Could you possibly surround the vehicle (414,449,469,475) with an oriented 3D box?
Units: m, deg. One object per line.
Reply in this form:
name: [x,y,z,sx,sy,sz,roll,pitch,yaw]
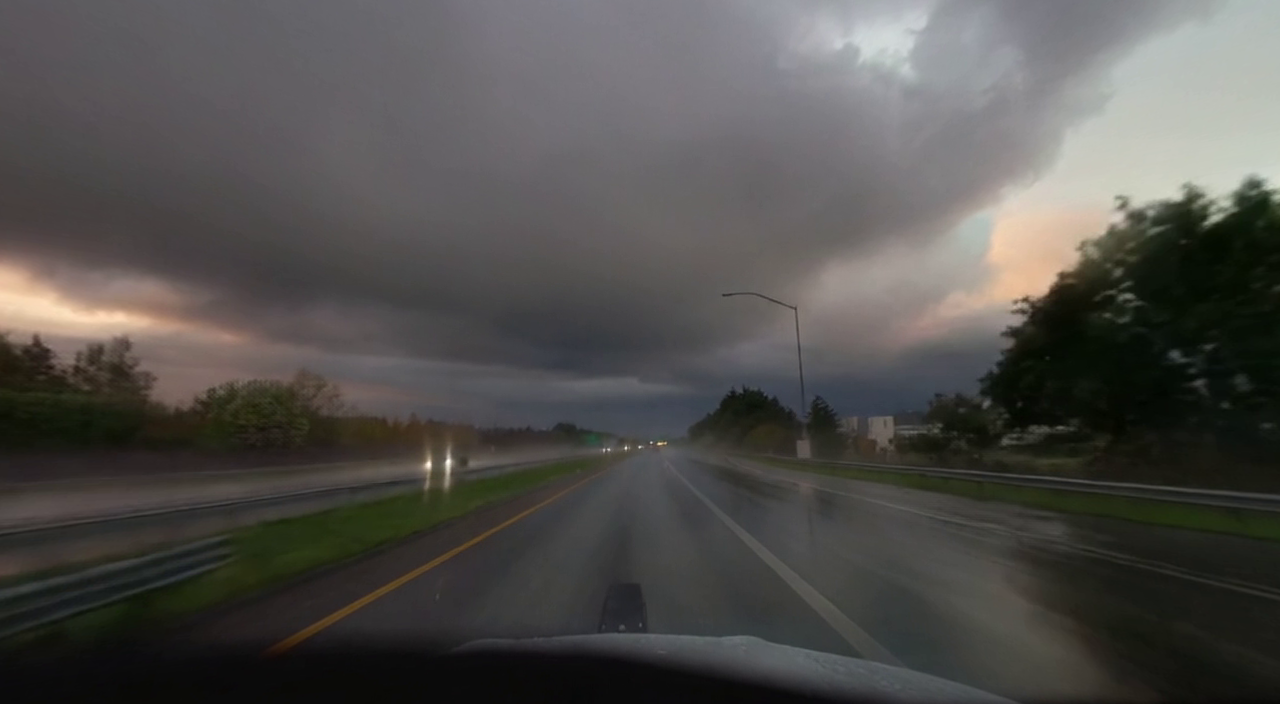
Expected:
vehicle: [-12.283,6.808,39.223,1.951,1.457,4.151,0,-9,2]
